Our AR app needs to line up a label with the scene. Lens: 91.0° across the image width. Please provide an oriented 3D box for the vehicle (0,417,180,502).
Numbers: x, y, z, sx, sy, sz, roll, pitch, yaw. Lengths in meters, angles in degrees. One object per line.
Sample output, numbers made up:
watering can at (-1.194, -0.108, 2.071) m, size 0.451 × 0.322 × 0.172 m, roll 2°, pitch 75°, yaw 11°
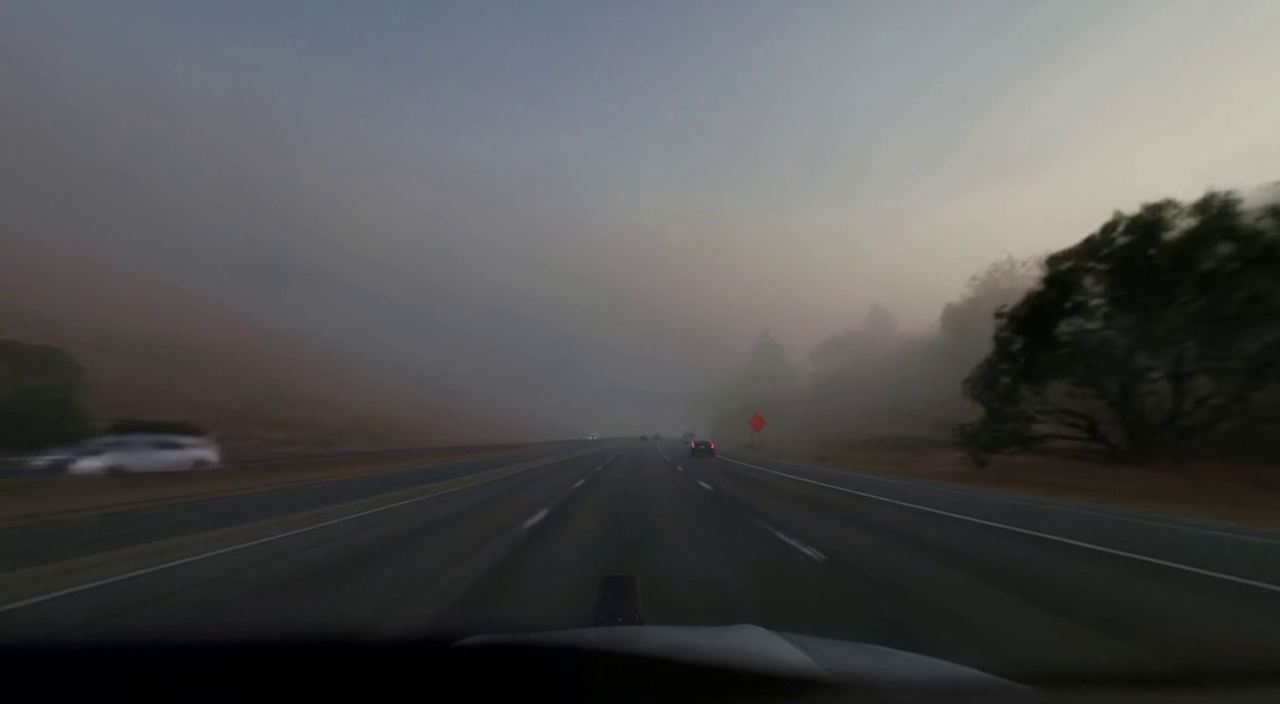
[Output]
vehicle at (-13.962, 2.530, 15.209) m, size 2.098 × 1.724 × 4.494 m, roll 0°, pitch -8°, yaw 3°

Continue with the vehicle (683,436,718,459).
vehicle at (4.050, 6.481, 42.835) m, size 1.943 × 1.490 × 4.246 m, roll 0°, pitch -8°, yaw 0°
